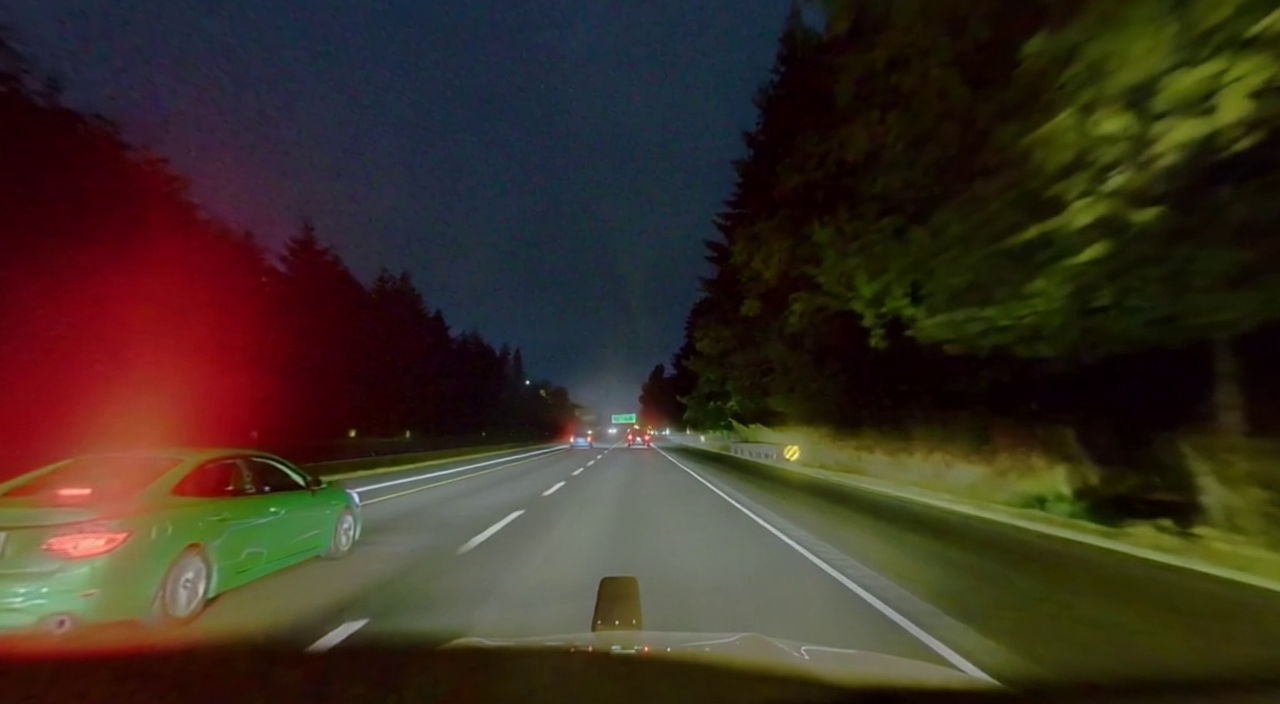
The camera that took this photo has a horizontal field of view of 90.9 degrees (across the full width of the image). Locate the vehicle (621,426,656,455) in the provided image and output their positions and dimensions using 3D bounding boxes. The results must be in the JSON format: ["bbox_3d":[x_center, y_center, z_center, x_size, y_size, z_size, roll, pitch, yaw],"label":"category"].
[{"bbox_3d":[-0.105,5.771,41.152,2.170,1.790,4.490,0,-8,-1],"label":"vehicle"}]

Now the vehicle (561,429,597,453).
[{"bbox_3d":[-4.269,6.304,44.590,2.055,1.610,4.116,0,-8,1],"label":"vehicle"}]

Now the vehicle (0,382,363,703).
[{"bbox_3d":[-3.924,1.124,4.641,1.958,1.486,3.988,0,-8,0],"label":"vehicle"}]
